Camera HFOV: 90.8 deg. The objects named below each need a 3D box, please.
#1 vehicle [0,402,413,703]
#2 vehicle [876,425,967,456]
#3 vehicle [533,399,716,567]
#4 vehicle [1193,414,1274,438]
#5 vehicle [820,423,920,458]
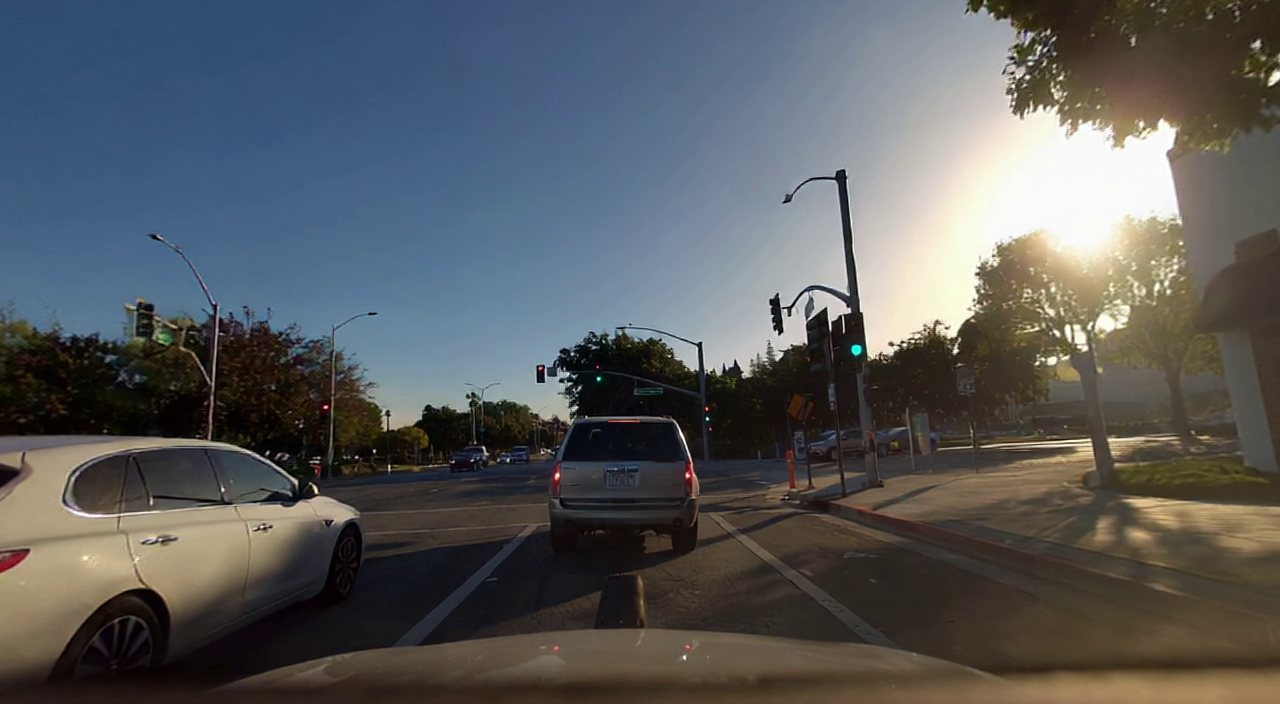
[{"bbox_3d":[-3.378,1.263,4.563,2.011,1.527,4.008,0,-8,-1],"label":"vehicle"},{"bbox_3d":[14.487,4.565,32.556,3.830,1.545,2.006,3,-9,-19],"label":"vehicle"},{"bbox_3d":[-0.179,1.791,9.335,2.059,1.877,4.249,0,-8,0],"label":"vehicle"},{"bbox_3d":[39.182,4.889,41.703,4.509,1.487,1.915,3,-9,-19],"label":"vehicle"},{"bbox_3d":[12.741,4.907,35.060,4.872,1.806,2.107,3,-9,-19],"label":"vehicle"}]
